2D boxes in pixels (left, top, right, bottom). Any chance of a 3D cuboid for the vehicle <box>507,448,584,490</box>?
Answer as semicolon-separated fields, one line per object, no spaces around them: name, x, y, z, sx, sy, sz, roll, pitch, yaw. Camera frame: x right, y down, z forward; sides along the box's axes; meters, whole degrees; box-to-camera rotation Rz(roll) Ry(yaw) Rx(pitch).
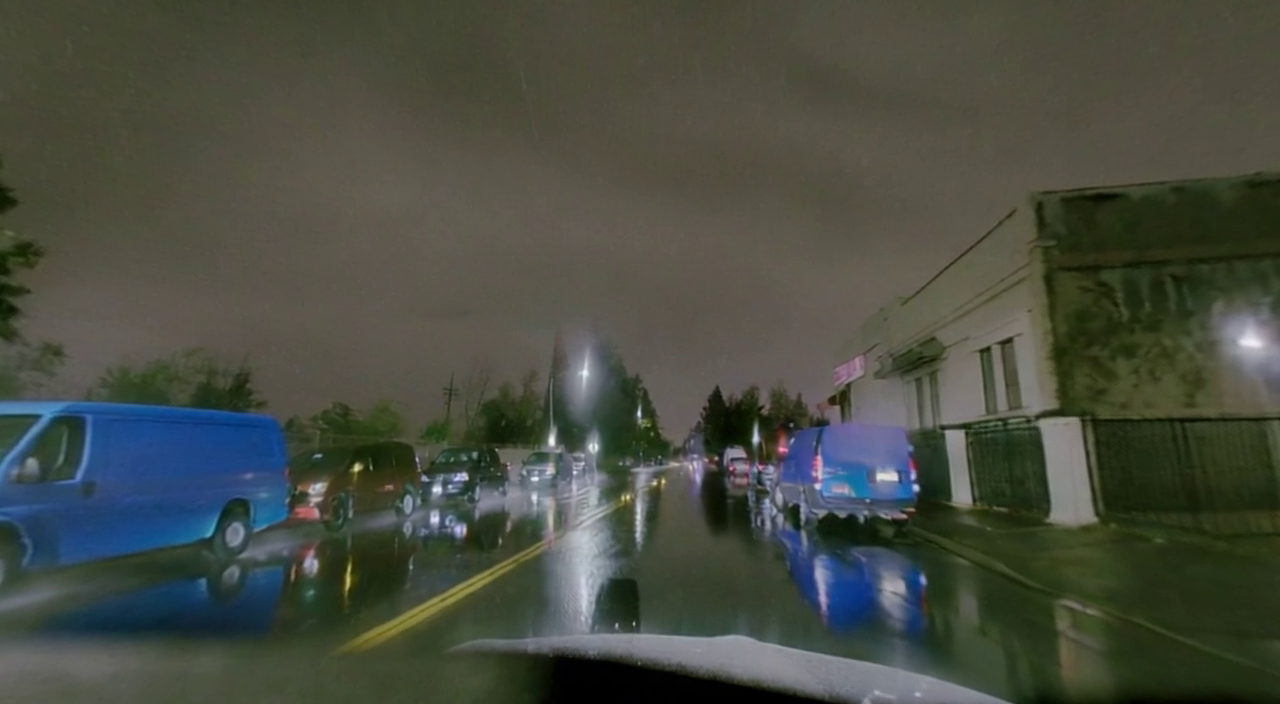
vehicle;-4.703;5.910;32.503;2.504;1.919;5.658;-1;-8;7

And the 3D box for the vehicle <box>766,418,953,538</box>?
vehicle;4.334;2.576;13.802;2.327;2.021;5.850;-1;-8;4

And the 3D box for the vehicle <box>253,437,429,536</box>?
vehicle;-6.665;2.987;14.688;1.857;1.908;4.081;-1;-8;4

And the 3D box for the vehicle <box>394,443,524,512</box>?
vehicle;-5.839;4.101;21.394;2.304;1.937;5.720;-2;-8;5

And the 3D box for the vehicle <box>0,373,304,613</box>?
vehicle;-7.246;1.786;8.643;2.435;2.308;4.937;-5;-8;3
